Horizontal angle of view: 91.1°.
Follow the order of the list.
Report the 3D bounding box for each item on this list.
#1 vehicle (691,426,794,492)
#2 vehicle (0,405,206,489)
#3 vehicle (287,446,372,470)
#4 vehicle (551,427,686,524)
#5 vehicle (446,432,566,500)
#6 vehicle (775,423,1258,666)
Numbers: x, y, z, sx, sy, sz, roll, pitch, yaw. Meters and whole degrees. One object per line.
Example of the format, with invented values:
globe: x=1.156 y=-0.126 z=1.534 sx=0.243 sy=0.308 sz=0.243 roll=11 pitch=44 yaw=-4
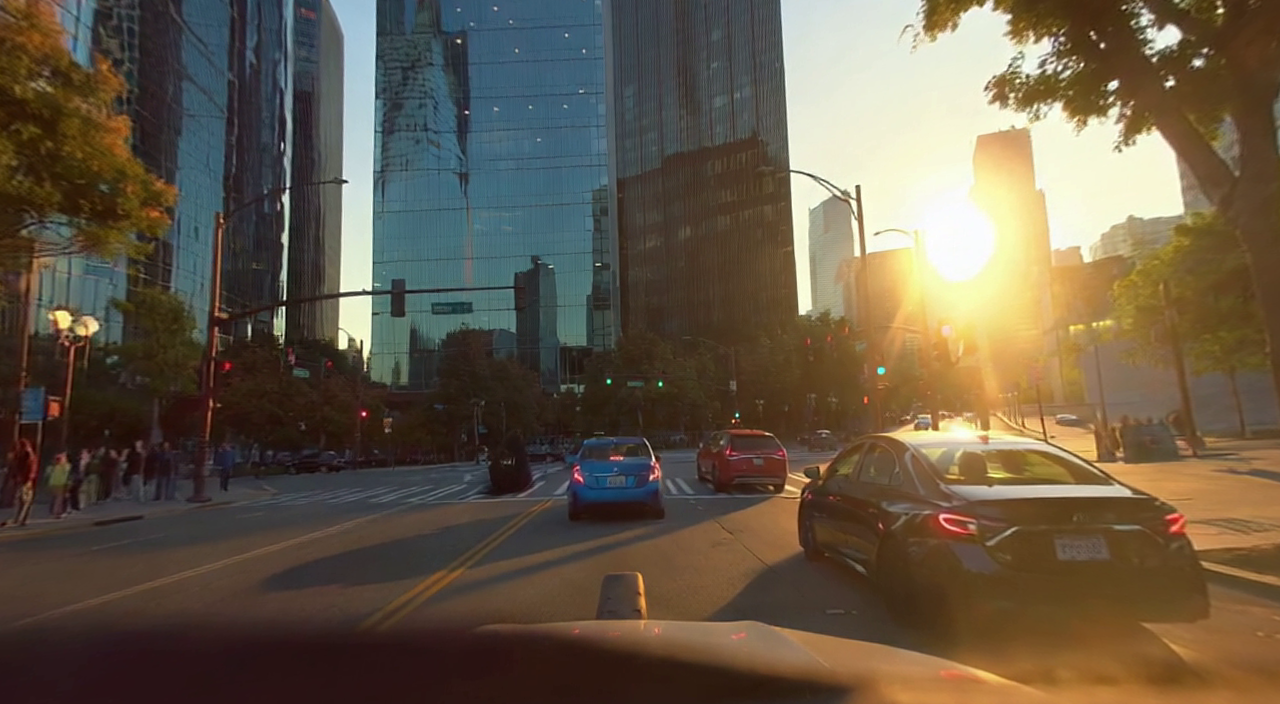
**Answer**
vehicle: x=2.878 y=3.144 z=18.791 sx=2.234 sy=1.723 sz=4.486 roll=0 pitch=-8 yaw=-1
vehicle: x=-25.647 y=4.344 z=28.814 sx=8.989 sy=3.623 sz=2.884 roll=0 pitch=-8 yaw=-2
vehicle: x=-19.304 y=6.565 z=39.060 sx=4.531 sy=1.427 sz=1.957 roll=-2 pitch=-9 yaw=16
vehicle: x=-0.362 y=2.205 z=11.739 sx=2.072 sy=1.476 sz=4.078 roll=0 pitch=-8 yaw=-1
vehicle: x=-3.234 y=2.853 z=16.137 sx=2.068 sy=1.513 sz=4.221 roll=0 pitch=-8 yaw=1
vehicle: x=2.756 y=1.482 z=5.971 sx=1.952 sy=1.464 sz=4.165 roll=0 pitch=-8 yaw=-1
